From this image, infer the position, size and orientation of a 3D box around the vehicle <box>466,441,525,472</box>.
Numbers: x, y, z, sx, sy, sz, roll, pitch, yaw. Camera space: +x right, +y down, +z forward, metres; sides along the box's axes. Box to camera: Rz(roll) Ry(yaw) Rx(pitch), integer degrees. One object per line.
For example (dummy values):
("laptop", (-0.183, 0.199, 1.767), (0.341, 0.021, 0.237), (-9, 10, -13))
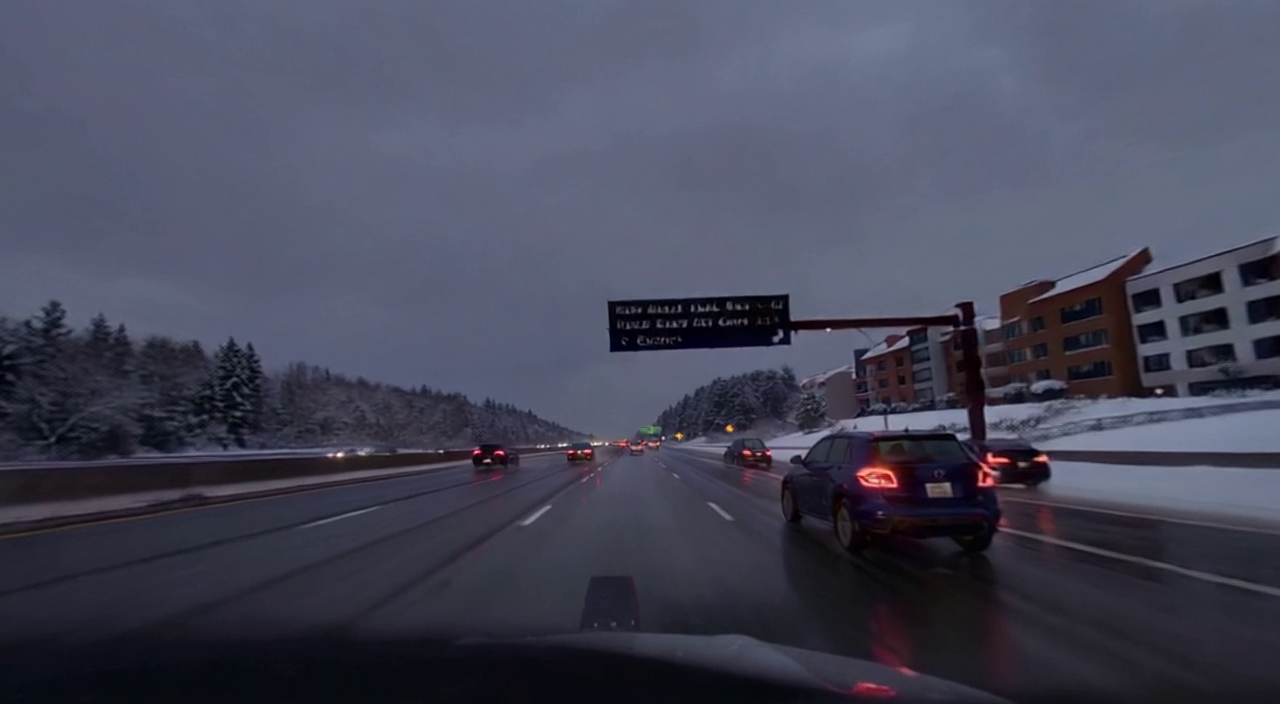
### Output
("vehicle", (-7.560, 5.491, 33.482), (2.021, 1.496, 4.495), (0, -9, 1))

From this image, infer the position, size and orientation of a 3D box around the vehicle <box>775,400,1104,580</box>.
("vehicle", (3.332, 1.632, 8.236), (2.080, 1.694, 4.286), (0, -9, -1))

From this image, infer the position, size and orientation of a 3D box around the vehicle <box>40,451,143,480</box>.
("vehicle", (-30.582, 6.318, 35.417), (1.787, 1.427, 4.405), (0, -9, 0))

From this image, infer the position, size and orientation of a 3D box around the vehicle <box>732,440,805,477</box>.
("vehicle", (5.412, 4.543, 27.252), (2.061, 1.459, 4.273), (0, -9, -3))

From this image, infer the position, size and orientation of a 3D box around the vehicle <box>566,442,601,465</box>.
("vehicle", (-3.818, 6.925, 43.181), (2.002, 1.466, 4.378), (0, -9, 0))
